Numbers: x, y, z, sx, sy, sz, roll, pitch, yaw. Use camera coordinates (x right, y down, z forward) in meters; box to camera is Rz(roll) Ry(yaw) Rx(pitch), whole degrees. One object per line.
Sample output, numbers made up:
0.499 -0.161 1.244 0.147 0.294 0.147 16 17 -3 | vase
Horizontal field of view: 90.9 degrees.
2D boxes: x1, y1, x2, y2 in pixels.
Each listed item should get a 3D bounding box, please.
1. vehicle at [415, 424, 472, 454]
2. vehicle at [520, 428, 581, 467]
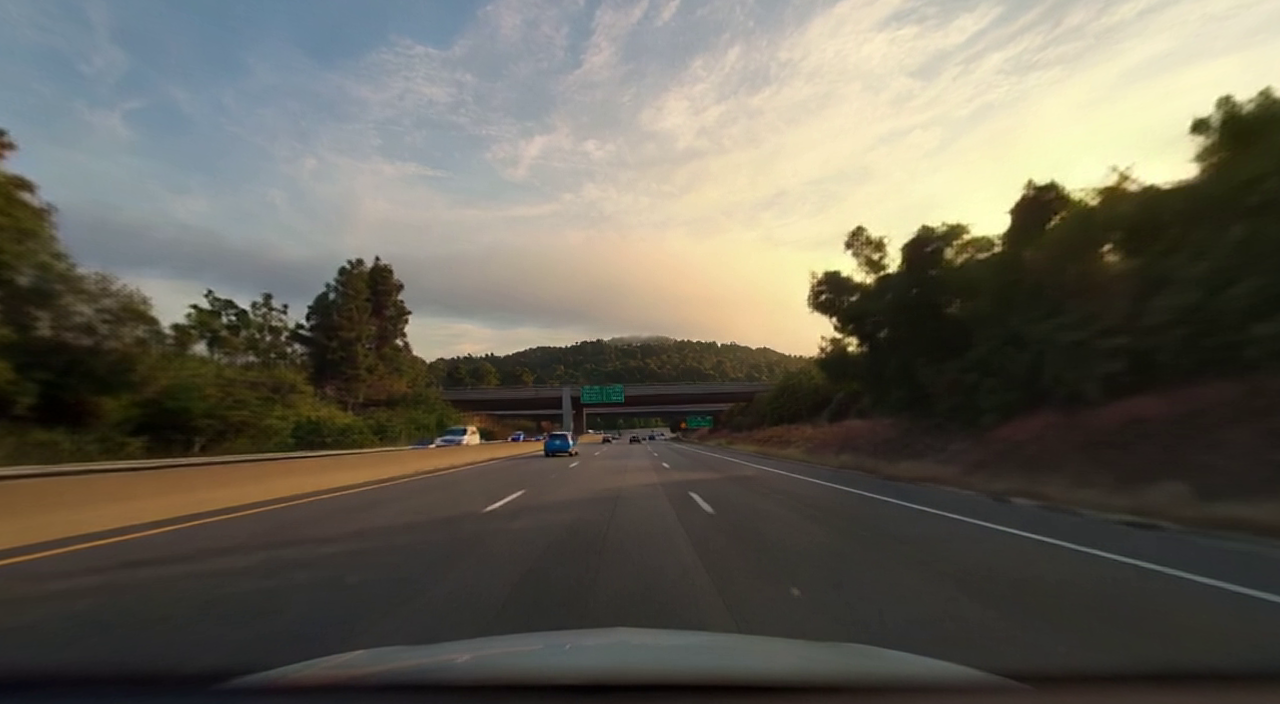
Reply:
-13.852 6.165 44.755 2.341 1.969 5.181 0 -8 0 | vehicle
-4.002 4.342 29.013 2.086 1.624 4.607 0 -8 1 | vehicle
